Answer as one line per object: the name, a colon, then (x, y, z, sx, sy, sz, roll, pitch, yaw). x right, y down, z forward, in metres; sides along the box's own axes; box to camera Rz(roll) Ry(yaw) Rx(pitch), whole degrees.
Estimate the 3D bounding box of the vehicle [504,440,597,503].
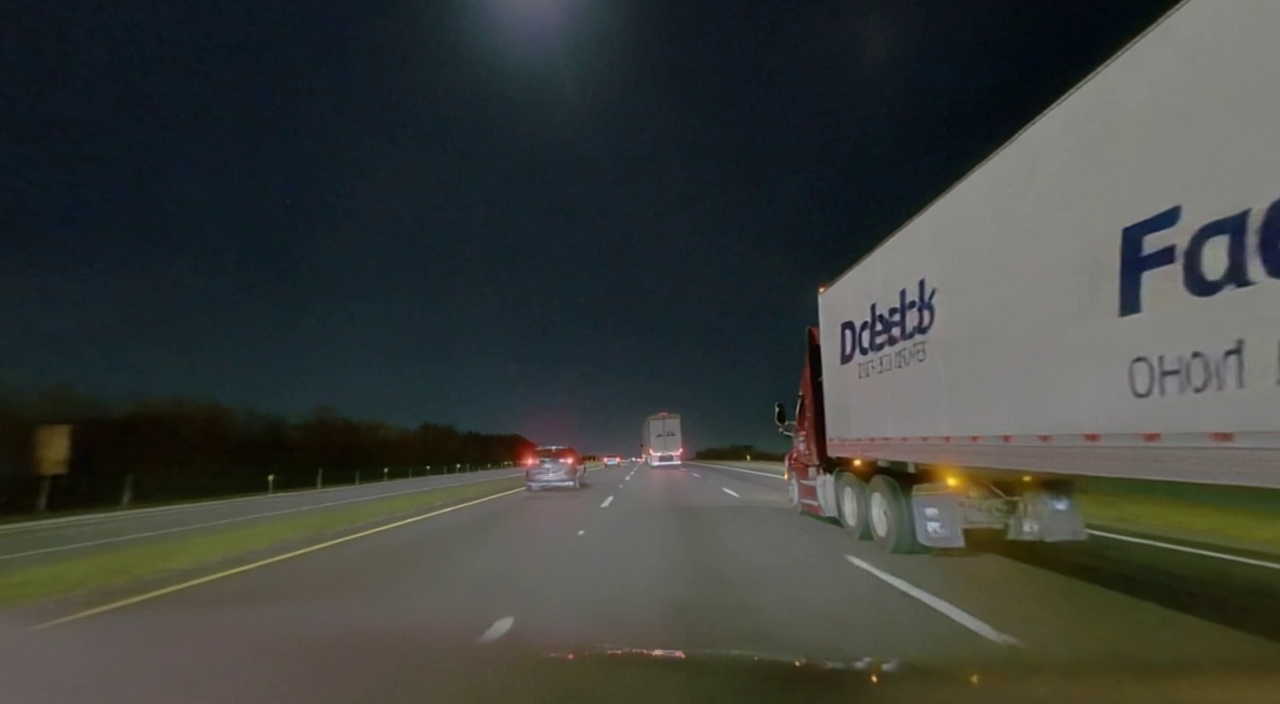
vehicle: (-2.572, 3.573, 19.155, 2.160, 1.691, 4.243, -1, -9, 1)
